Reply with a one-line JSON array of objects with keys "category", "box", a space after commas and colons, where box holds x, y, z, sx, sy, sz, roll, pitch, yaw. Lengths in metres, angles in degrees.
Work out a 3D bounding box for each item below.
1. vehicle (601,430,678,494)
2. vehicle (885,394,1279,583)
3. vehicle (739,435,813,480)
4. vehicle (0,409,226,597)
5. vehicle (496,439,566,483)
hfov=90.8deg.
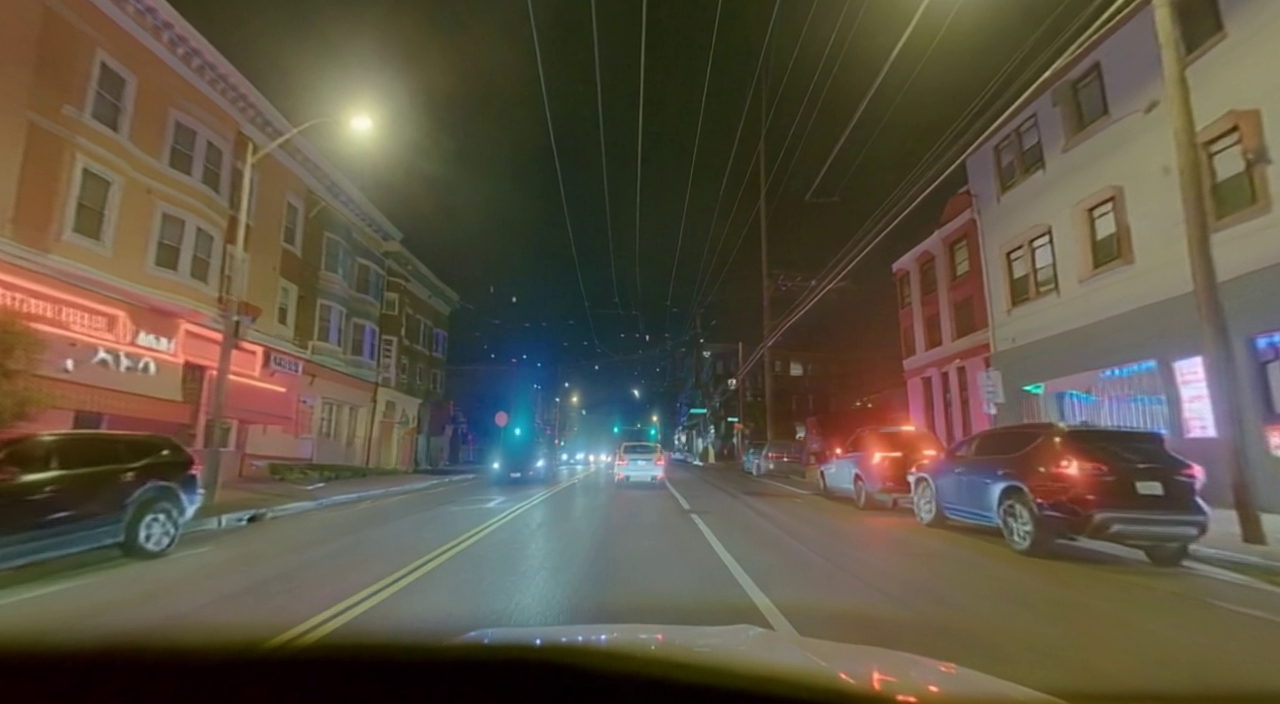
[{"category": "vehicle", "box": [-0.003, 3.109, 18.131, 1.980, 1.635, 3.795, 0, -8, 0]}, {"category": "vehicle", "box": [6.209, 1.938, 9.997, 2.203, 2.052, 5.975, 0, -8, -1]}, {"category": "vehicle", "box": [6.279, 4.936, 29.978, 2.197, 1.917, 5.637, 0, -8, 0]}, {"category": "vehicle", "box": [-7.380, 1.586, 6.941, 2.095, 1.847, 5.290, 0, -8, -1]}, {"category": "vehicle", "box": [-4.087, 4.153, 24.378, 1.968, 1.524, 4.304, 0, -8, 0]}]
